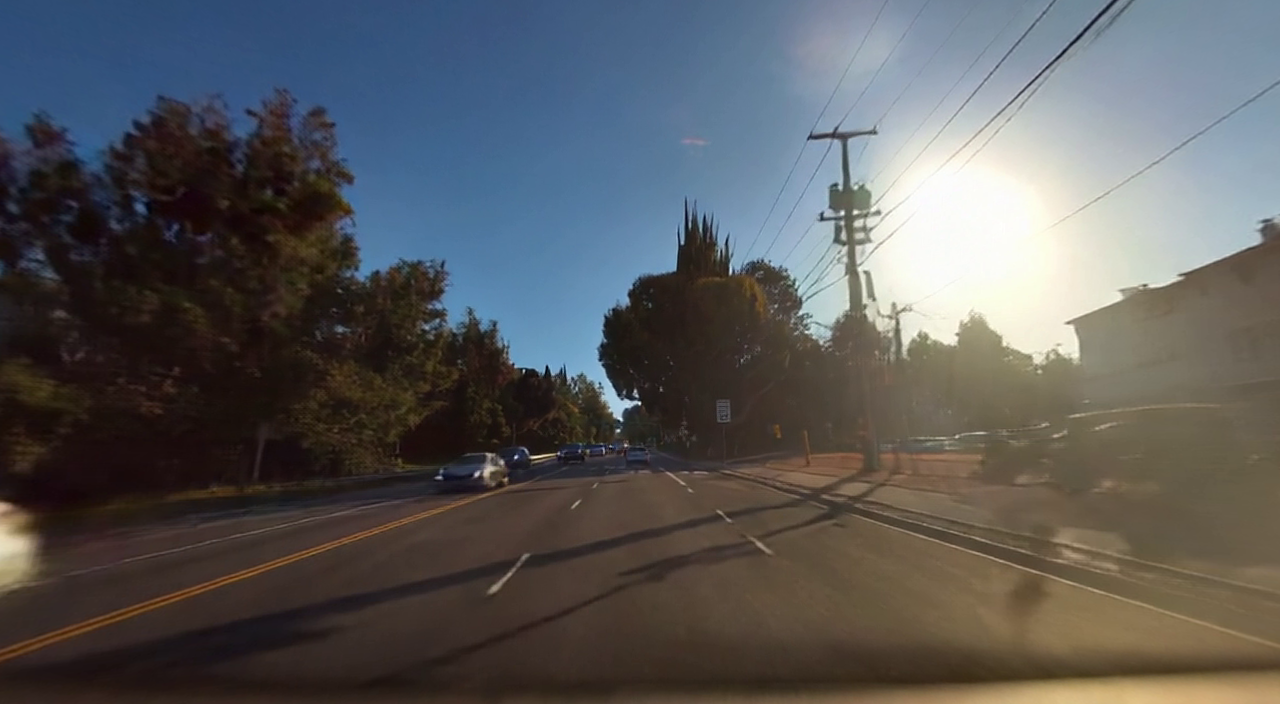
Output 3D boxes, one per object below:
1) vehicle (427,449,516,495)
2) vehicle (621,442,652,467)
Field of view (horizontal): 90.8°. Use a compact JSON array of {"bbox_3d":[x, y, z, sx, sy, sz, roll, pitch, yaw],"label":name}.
[{"bbox_3d":[-5.908,4.245,22.779,2.030,1.445,4.321,-1,-8,0],"label":"vehicle"},{"bbox_3d":[-0.327,7.522,46.478,2.163,1.746,4.073,0,-8,-2],"label":"vehicle"}]
